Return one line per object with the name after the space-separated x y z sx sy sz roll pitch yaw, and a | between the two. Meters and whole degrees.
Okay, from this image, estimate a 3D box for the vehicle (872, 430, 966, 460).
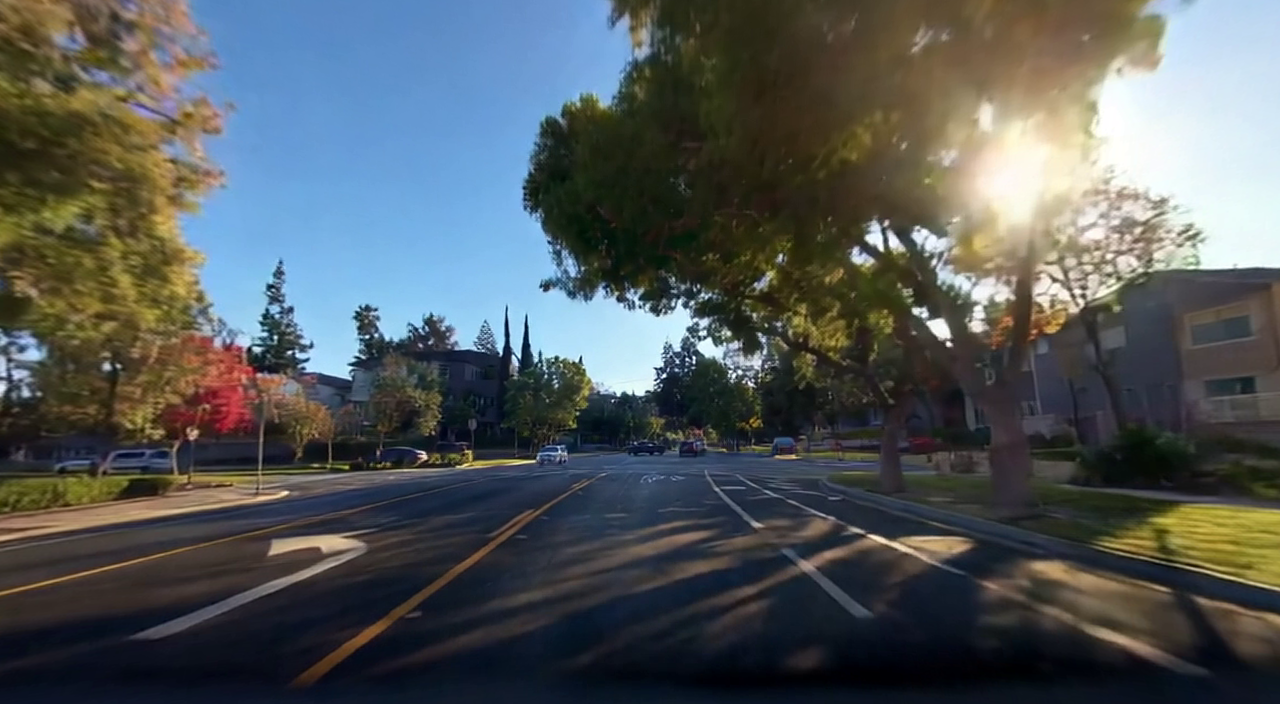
18.224 6.112 41.429 5.035 1.772 2.115 -1 -10 -1 | vehicle

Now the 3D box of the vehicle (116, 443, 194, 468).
-34.899 7.435 45.494 4.230 1.733 1.877 -1 -8 7 | vehicle

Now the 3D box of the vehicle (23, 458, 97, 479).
-43.037 8.631 46.878 3.981 1.446 1.765 -1 -9 7 | vehicle
